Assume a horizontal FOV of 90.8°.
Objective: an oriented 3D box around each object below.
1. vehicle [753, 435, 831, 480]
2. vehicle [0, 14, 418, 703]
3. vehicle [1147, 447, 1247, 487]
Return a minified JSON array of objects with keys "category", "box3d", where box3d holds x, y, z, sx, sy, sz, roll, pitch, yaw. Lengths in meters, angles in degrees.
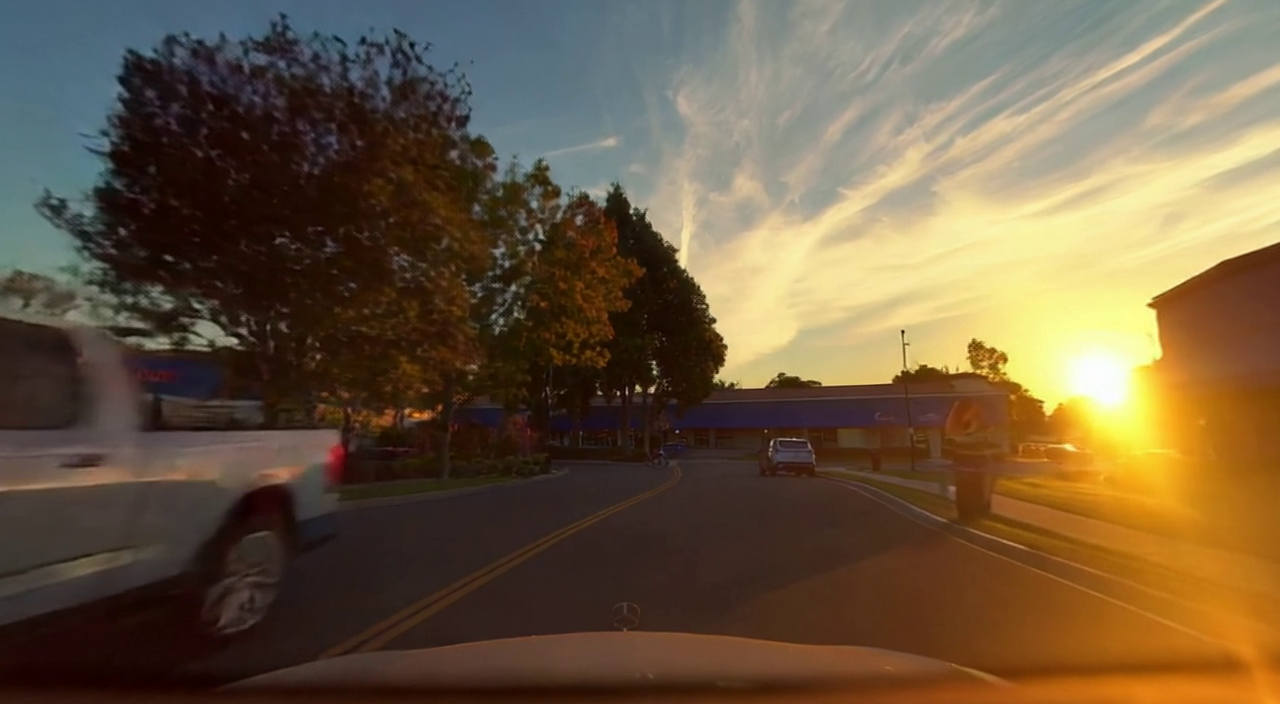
[{"category":"vehicle","box3d":[6.627,4.670,28.240,2.292,1.767,5.128,-1,-8,2]},{"category":"vehicle","box3d":[-3.578,0.313,2.769,2.674,2.815,6.582,-1,-8,1]},{"category":"vehicle","box3d":[24.991,5.098,28.306,4.545,1.640,1.866,5,-10,-30]}]
